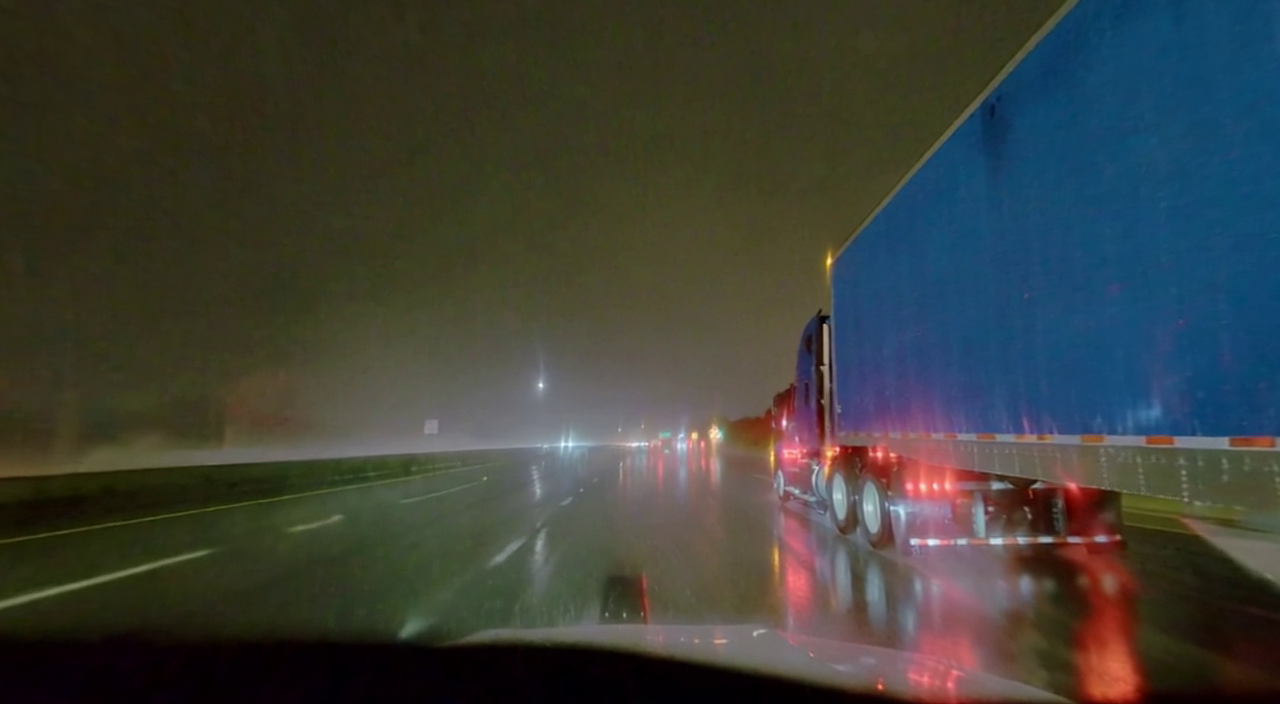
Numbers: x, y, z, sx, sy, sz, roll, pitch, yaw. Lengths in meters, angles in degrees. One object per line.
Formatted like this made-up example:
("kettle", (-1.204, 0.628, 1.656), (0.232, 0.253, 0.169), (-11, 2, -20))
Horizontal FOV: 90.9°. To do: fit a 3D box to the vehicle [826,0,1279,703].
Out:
("vehicle", (3.769, -0.191, 2.993), (3.012, 3.768, 8.945), (0, -9, 0))
